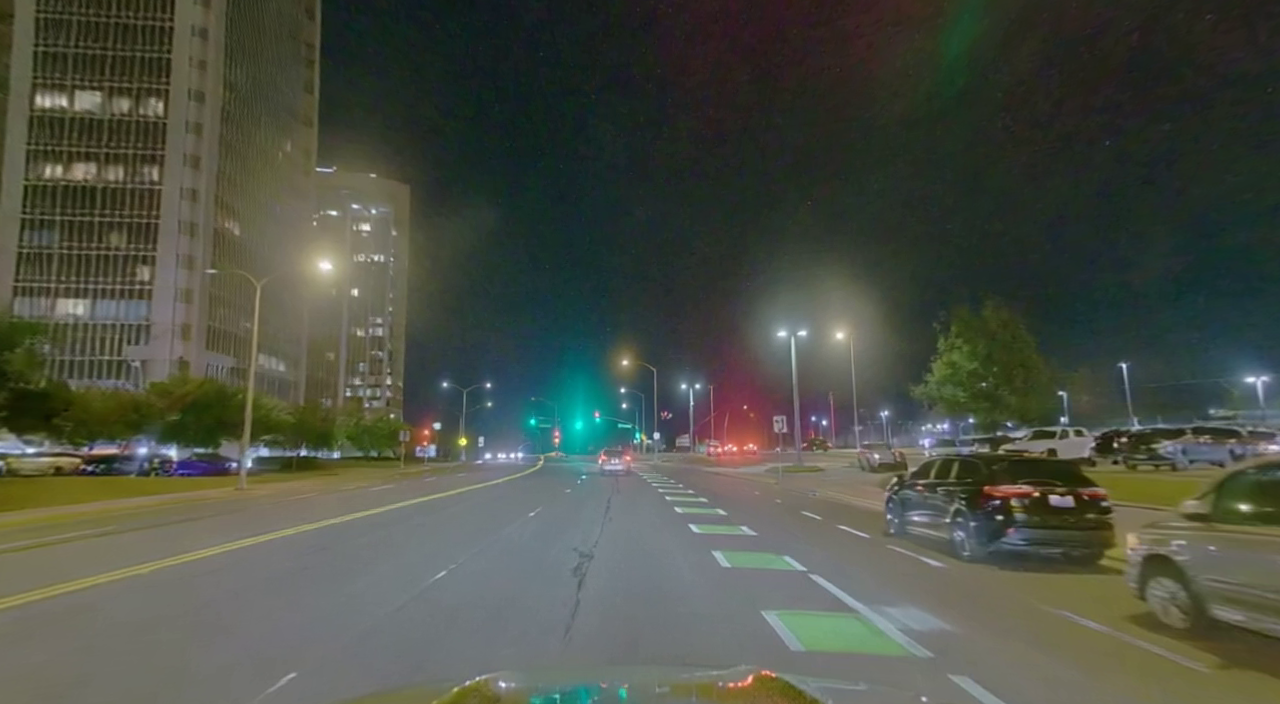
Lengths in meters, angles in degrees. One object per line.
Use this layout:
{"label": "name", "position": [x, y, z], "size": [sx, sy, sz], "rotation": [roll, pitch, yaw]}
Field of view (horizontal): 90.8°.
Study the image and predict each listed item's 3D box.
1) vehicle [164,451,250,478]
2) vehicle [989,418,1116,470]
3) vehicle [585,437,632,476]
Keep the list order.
{"label": "vehicle", "position": [-26.311, 6.835, 38.631], "size": [1.876, 1.503, 4.910], "rotation": [0, -8, -1]}
{"label": "vehicle", "position": [14.485, 3.287, 22.497], "size": [1.858, 1.681, 3.860], "rotation": [0, -8, 0]}
{"label": "vehicle", "position": [-1.640, 5.304, 32.389], "size": [2.230, 1.827, 4.298], "rotation": [0, -8, -3]}
